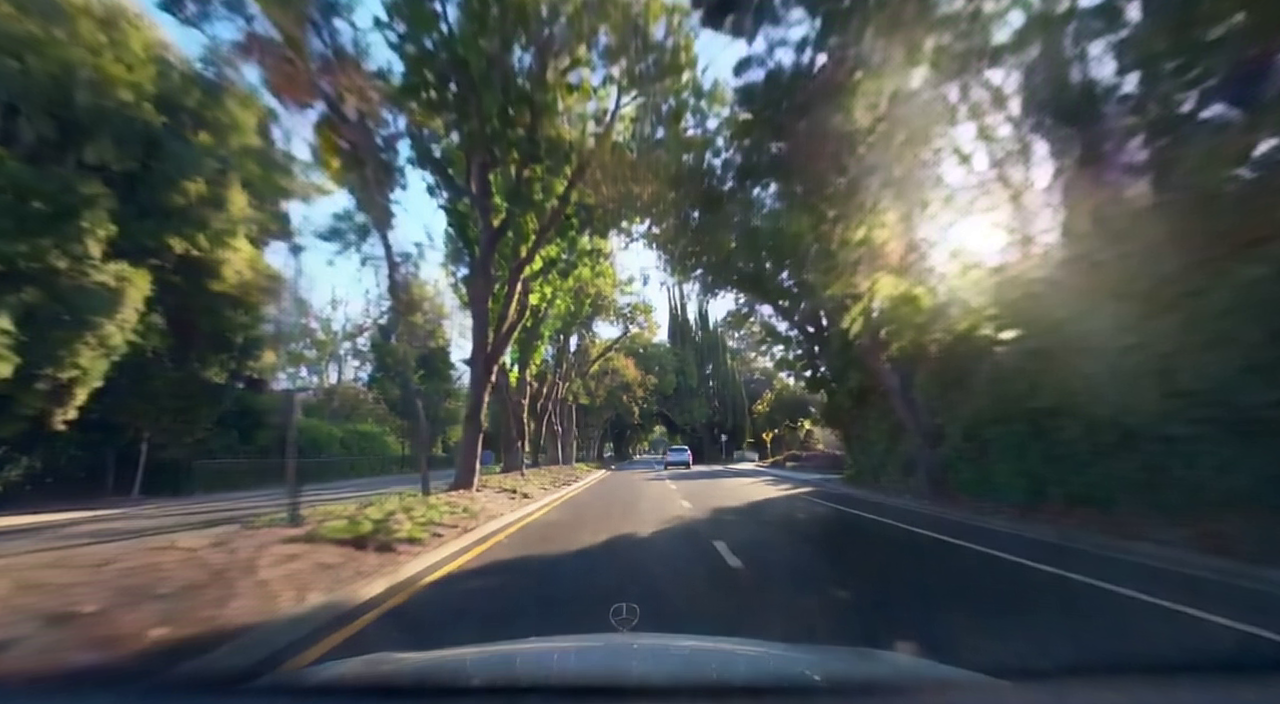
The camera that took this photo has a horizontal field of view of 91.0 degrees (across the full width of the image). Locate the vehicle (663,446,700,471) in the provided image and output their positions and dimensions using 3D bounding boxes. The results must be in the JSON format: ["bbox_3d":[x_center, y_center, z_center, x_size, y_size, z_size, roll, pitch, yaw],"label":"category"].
[{"bbox_3d":[2.636,6.942,41.260,2.044,1.537,4.528,0,-9,-1],"label":"vehicle"}]
